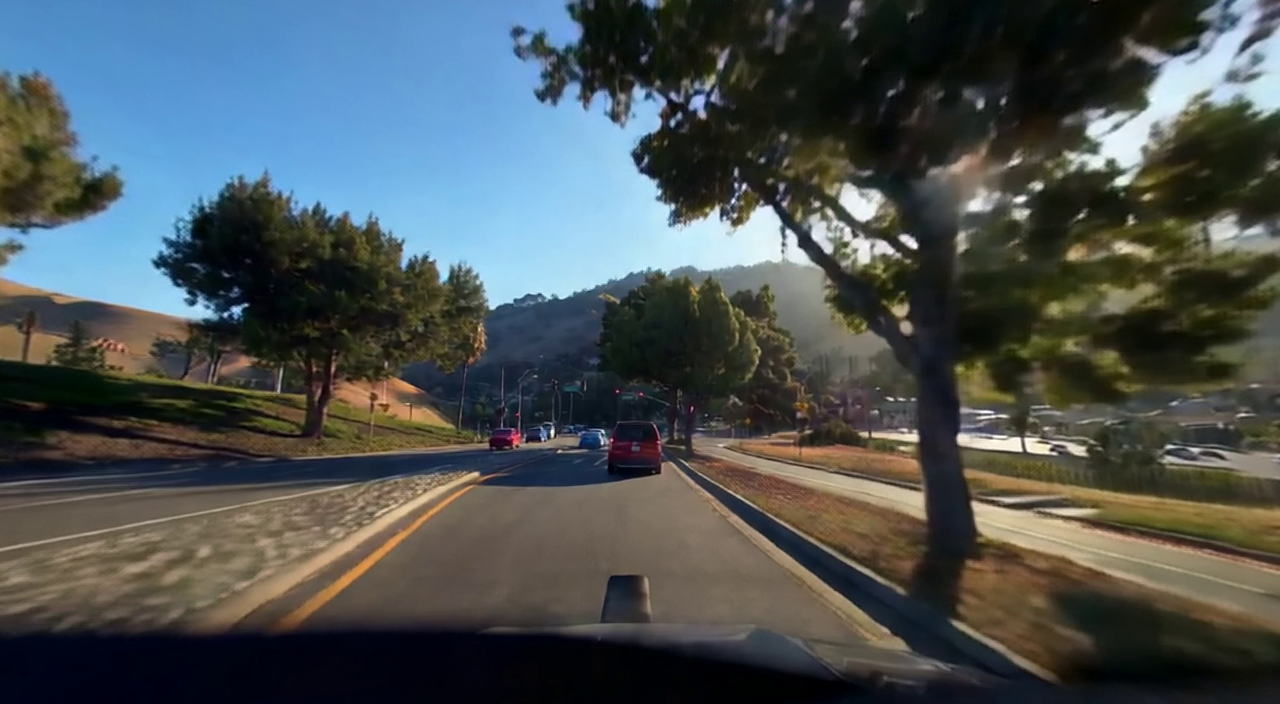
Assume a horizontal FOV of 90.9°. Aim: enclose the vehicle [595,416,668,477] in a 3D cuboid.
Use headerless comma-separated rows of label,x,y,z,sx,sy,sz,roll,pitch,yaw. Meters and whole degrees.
vehicle,-0.274,3.154,21.141,2.185,1.822,4.391,0,-8,0
